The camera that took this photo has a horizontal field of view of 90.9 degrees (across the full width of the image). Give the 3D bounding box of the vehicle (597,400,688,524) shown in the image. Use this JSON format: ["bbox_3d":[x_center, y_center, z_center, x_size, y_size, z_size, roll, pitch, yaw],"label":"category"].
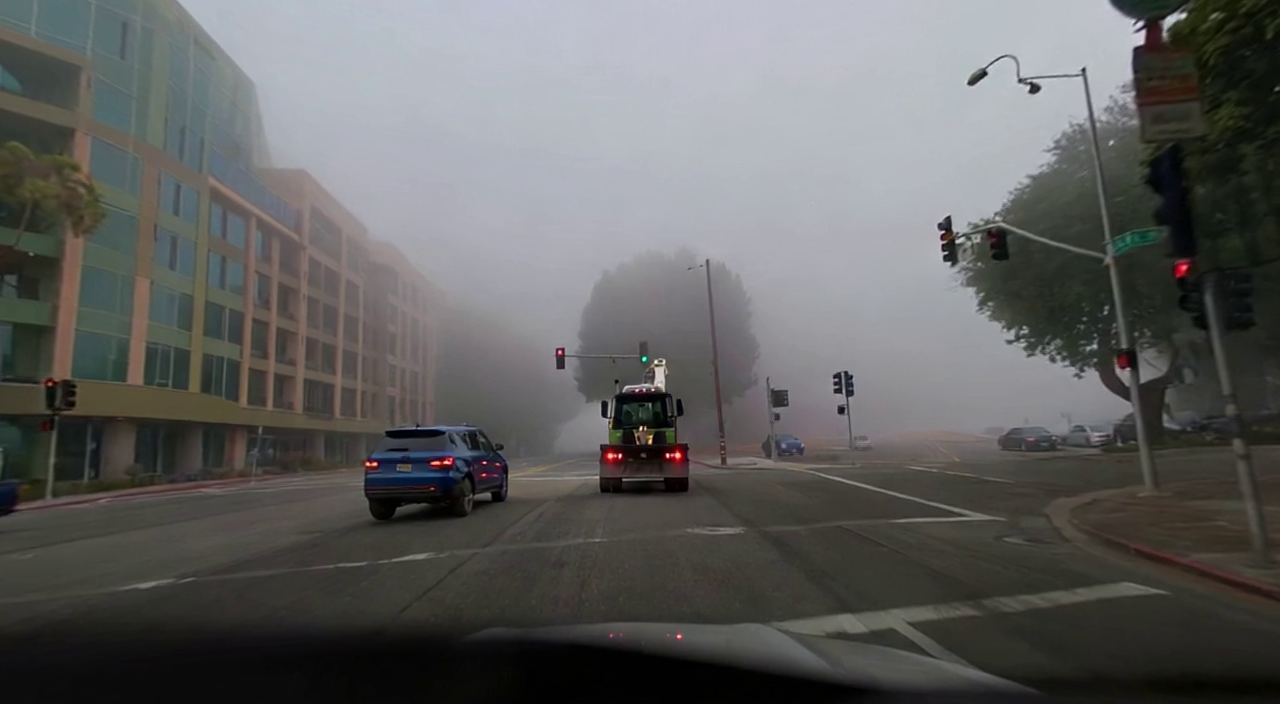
[{"bbox_3d":[0.107,3.884,23.389,2.552,3.461,11.044,-1,-8,0],"label":"vehicle"}]

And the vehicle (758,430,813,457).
[{"bbox_3d":[10.464,6.613,45.758,2.186,1.783,4.716,0,-8,-10],"label":"vehicle"}]

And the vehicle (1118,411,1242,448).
[{"bbox_3d":[28.413,4.117,33.271,4.772,1.868,2.053,1,-8,-5],"label":"vehicle"}]

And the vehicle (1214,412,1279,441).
[{"bbox_3d":[39.559,4.796,40.279,4.363,1.741,1.914,2,-9,-11],"label":"vehicle"}]

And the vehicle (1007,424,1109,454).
[{"bbox_3d":[21.128,4.455,32.093,1.767,1.440,4.261,1,-9,-10],"label":"vehicle"}]

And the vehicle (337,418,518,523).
[{"bbox_3d":[-3.872,2.255,12.431,2.081,1.688,4.235,0,-9,0],"label":"vehicle"}]
